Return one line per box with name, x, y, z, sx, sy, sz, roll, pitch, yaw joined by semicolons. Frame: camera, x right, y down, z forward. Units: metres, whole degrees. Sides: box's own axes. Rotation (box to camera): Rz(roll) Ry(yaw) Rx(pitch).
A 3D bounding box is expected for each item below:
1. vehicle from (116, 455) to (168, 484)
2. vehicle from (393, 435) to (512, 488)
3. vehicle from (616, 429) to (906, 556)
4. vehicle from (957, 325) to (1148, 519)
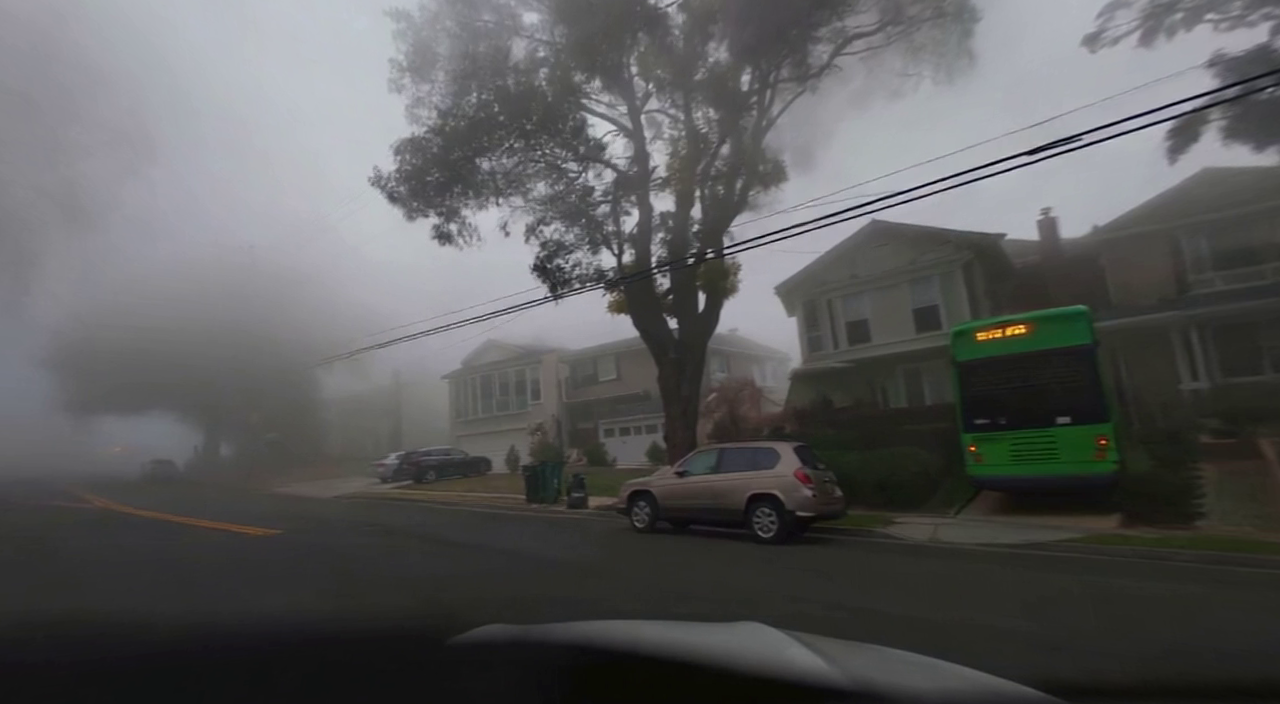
vehicle;-30.747;7.196;38.947;1.984;1.601;3.994;8;-12;-43
vehicle;-7.723;4.476;26.345;1.920;1.873;4.431;-7;-9;39
vehicle;1.875;2.234;10.778;4.432;1.697;1.934;-7;-11;40
vehicle;8.526;1.472;12.712;2.312;2.921;6.300;-7;-11;39
